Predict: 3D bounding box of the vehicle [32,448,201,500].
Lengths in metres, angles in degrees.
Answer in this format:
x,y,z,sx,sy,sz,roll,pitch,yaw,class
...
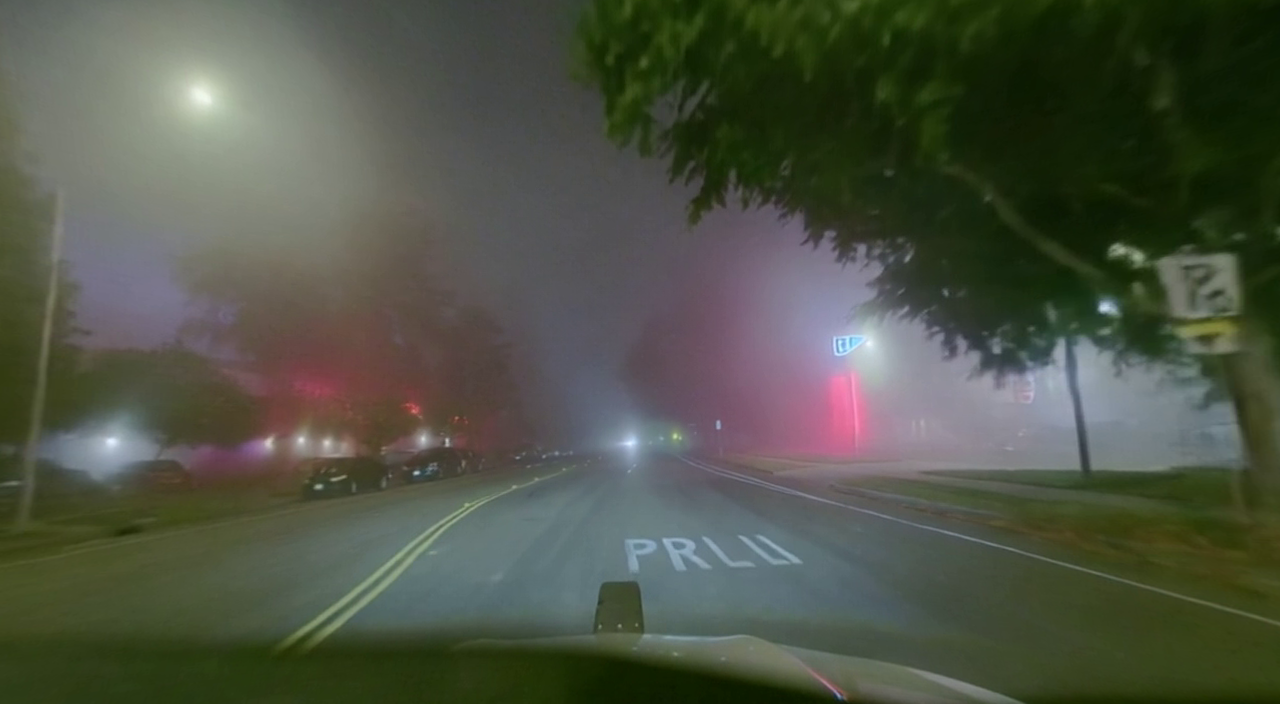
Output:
x,y,z,sx,sy,sz,roll,pitch,yaw,class
-21.398,4.941,26.139,2.079,1.877,4.862,-4,-9,21,vehicle

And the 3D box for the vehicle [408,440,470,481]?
x,y,z,sx,sy,sz,roll,pitch,yaw,class
-11.097,5.975,35.144,2.015,1.884,4.488,-6,-8,-2,vehicle

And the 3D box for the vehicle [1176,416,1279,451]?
x,y,z,sx,sy,sz,roll,pitch,yaw,class
30.729,4.180,32.067,1.960,1.670,4.863,4,-9,-25,vehicle

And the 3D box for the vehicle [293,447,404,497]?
x,y,z,sx,sy,sz,roll,pitch,yaw,class
-11.163,4.591,24.632,1.950,1.720,4.868,-1,-9,1,vehicle
